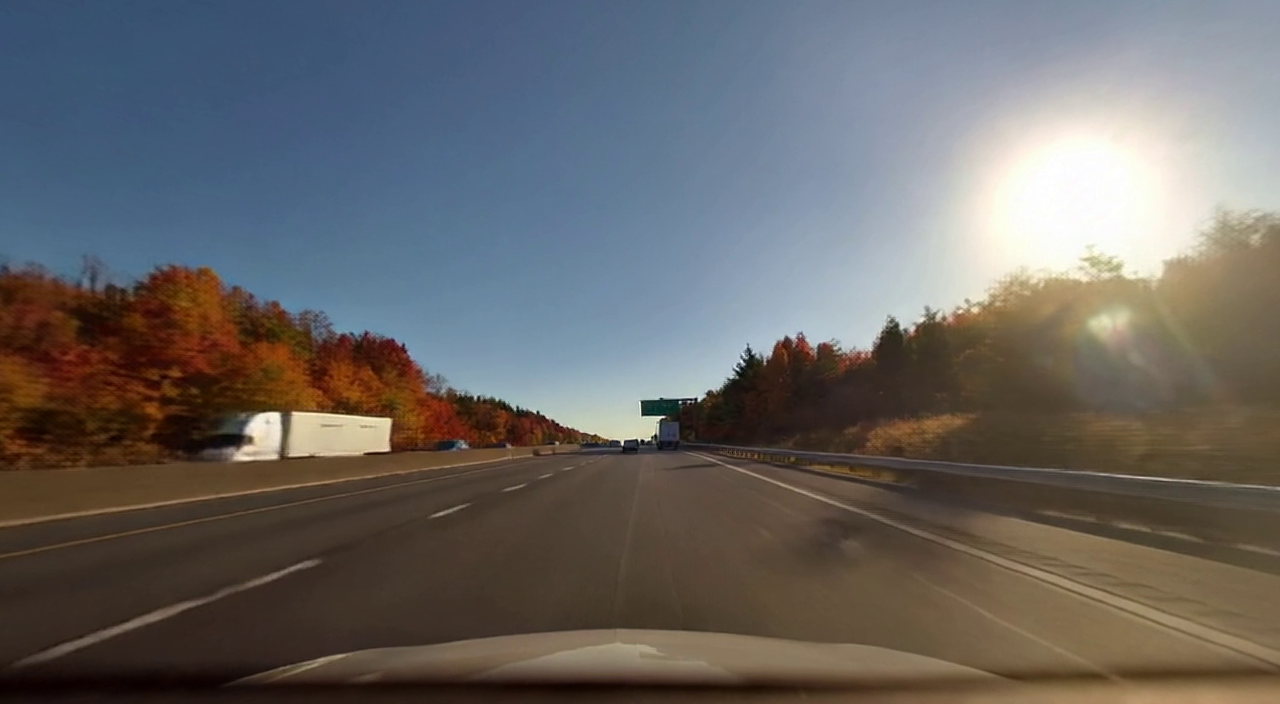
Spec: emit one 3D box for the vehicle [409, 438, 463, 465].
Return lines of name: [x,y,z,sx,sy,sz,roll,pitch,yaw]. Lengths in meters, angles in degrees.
vehicle: [-14.166,6.912,43.904,2.066,1.794,4.755,-1,-8,2]

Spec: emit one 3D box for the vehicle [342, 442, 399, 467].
vehicle: [-18.627,7.052,43.572,2.072,1.602,4.032,-1,-8,1]

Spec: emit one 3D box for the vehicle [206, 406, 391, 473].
vehicle: [-22.630,6.125,43.929,3.424,3.766,16.922,-1,-8,1]
